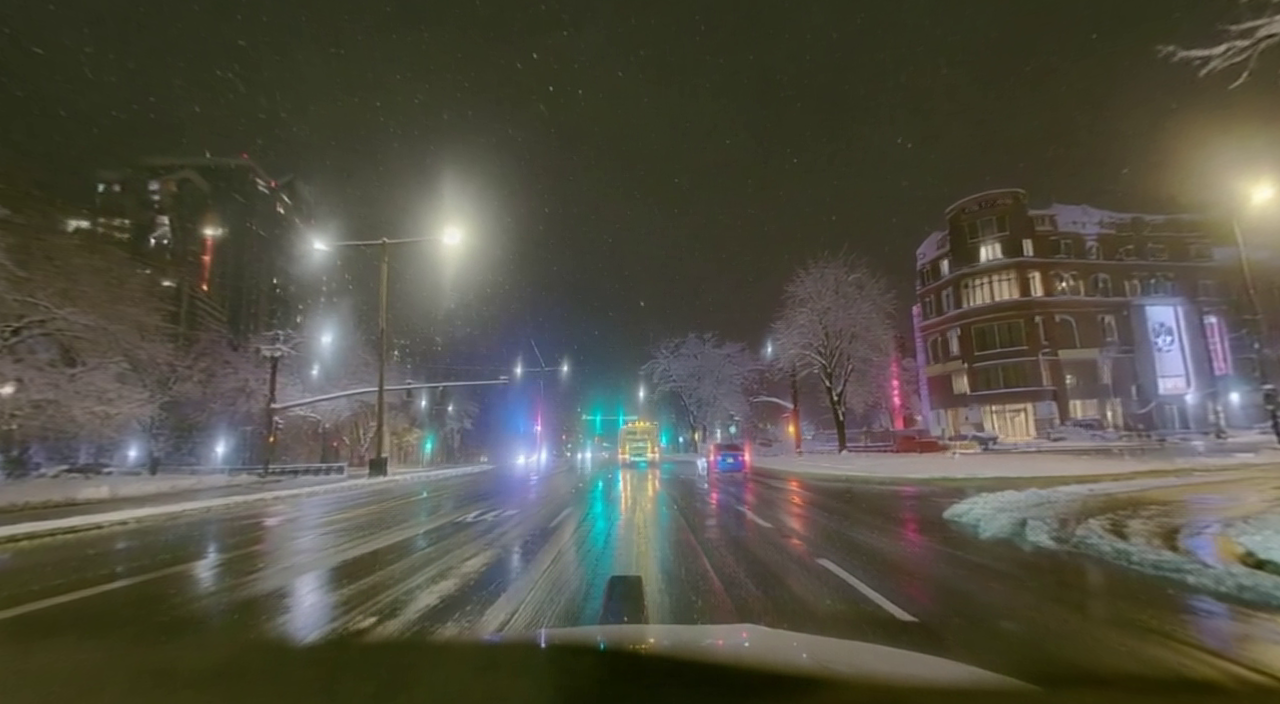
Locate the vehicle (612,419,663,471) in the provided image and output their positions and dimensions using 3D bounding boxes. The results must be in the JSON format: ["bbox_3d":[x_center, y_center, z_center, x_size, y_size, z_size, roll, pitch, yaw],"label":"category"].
[{"bbox_3d":[-0.161,5.672,38.451,2.833,2.879,6.572,0,-8,0],"label":"vehicle"}]

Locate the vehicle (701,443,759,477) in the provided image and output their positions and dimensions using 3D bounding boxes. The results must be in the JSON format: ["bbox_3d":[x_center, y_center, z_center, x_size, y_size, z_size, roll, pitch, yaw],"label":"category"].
[{"bbox_3d":[4.229,5.140,30.336,2.005,1.442,4.675,0,-8,-1],"label":"vehicle"}]
